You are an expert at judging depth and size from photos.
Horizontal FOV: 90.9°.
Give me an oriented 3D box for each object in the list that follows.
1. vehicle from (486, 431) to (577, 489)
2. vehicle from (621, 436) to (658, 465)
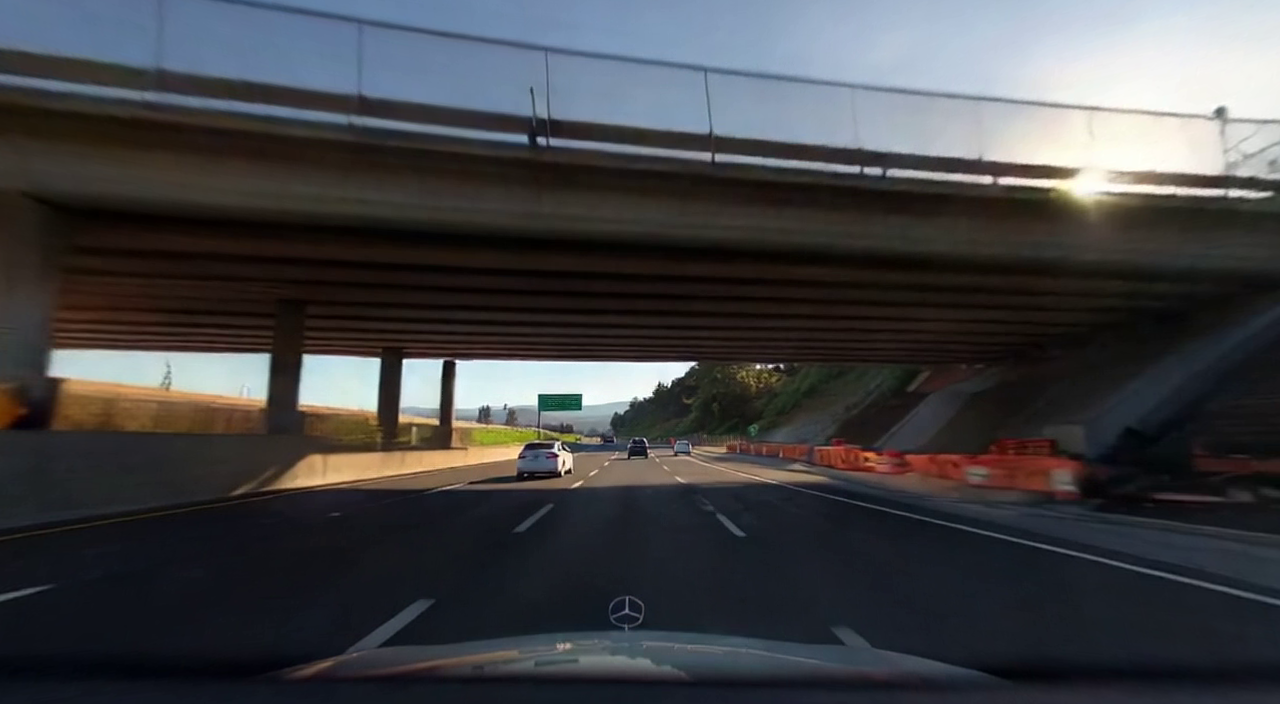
[{"bbox_3d":[-3.414,3.506,20.840,2.114,1.650,4.730,-1,-8,1],"label":"vehicle"},{"bbox_3d":[-0.048,6.519,41.823,2.328,1.805,4.502,0,-8,-1],"label":"vehicle"}]
